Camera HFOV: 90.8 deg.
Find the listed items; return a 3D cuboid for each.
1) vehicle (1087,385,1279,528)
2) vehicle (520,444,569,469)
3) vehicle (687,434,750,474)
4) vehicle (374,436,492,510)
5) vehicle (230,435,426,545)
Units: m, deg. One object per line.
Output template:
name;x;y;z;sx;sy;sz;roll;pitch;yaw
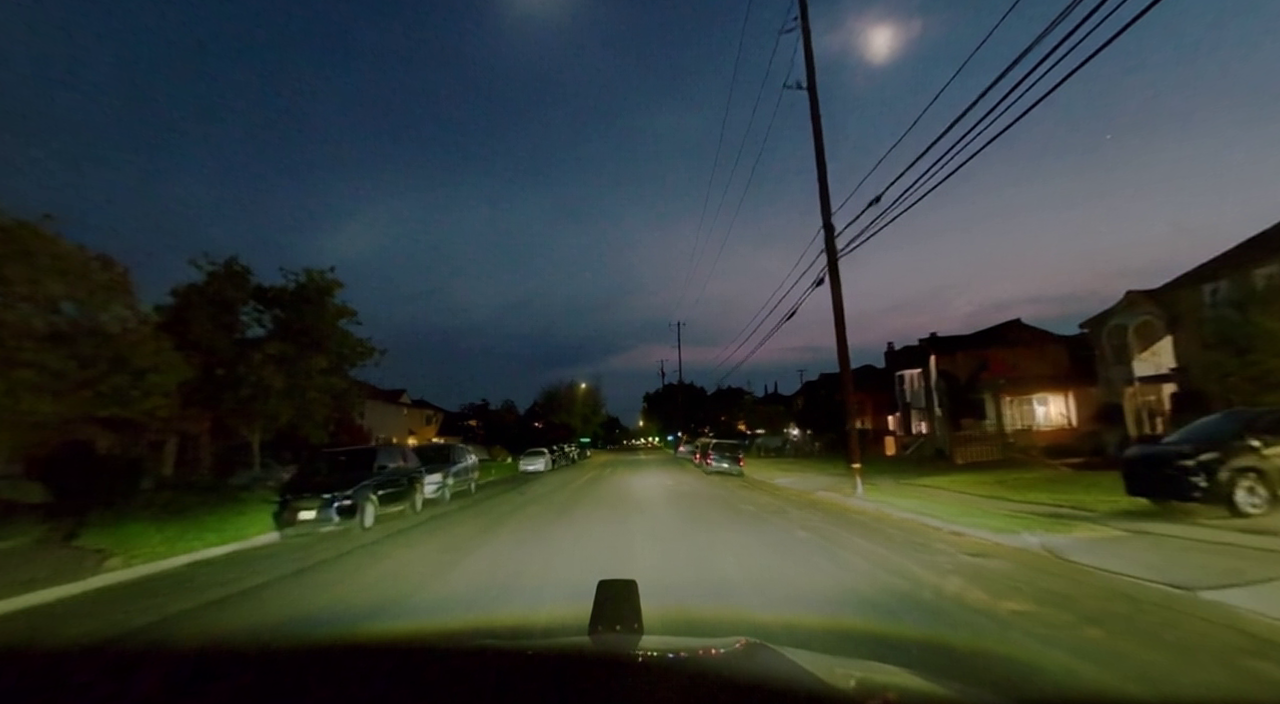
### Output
vehicle;9.927;1.428;9.674;4.559;1.843;2.081;-3;-6;-3
vehicle;-5.878;6.556;39.571;2.199;1.439;4.757;-1;-9;2
vehicle;3.568;4.718;29.594;2.247;1.618;4.655;2;-8;-1
vehicle;-5.894;3.448;18.542;1.989;1.756;4.378;-4;-8;0
vehicle;-6.057;2.629;12.885;2.035;1.736;3.955;-3;-7;-1
